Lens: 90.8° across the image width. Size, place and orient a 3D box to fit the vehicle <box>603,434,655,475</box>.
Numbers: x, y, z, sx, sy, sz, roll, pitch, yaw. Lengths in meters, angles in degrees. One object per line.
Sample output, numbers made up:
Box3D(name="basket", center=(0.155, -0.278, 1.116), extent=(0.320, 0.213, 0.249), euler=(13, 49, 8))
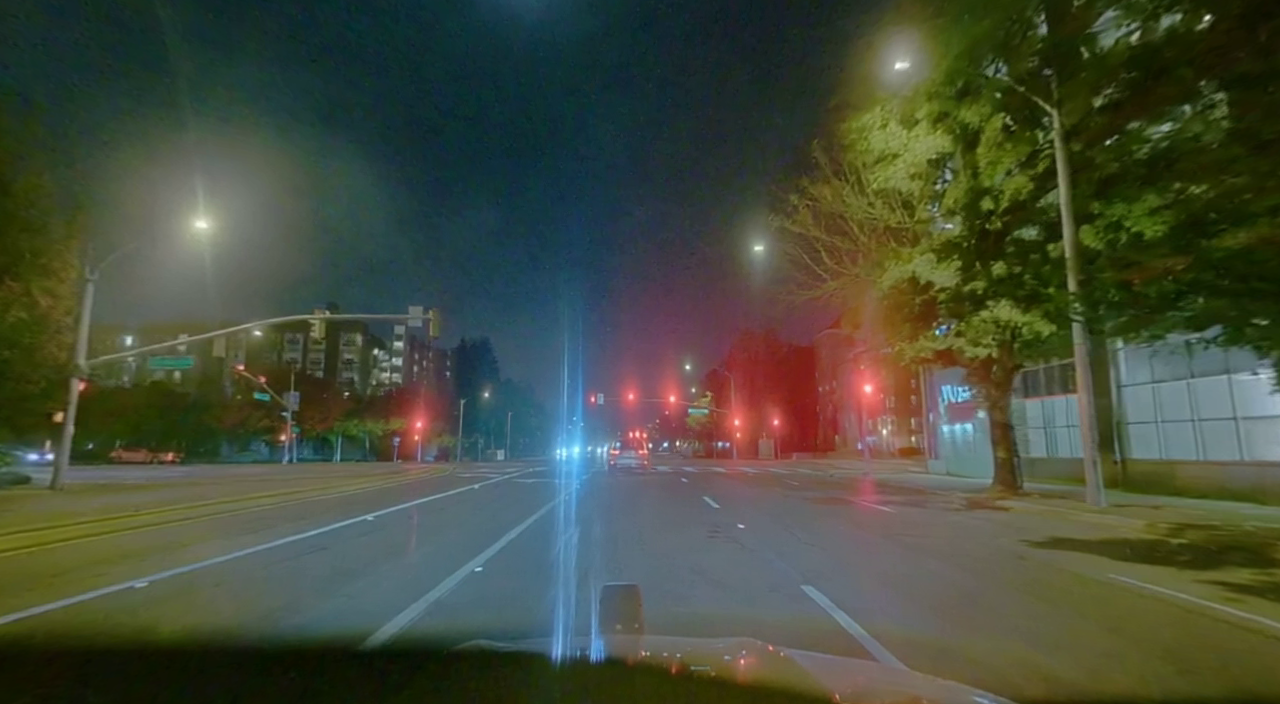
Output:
Box3D(name="vehicle", center=(-0.482, 4.422, 27.340), extent=(2.066, 1.618, 3.922), euler=(0, -9, -1))

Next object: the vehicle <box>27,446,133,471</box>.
Box3D(name="vehicle", center=(-36.989, 7.034, 41.841), extent=(4.891, 1.591, 2.067), euler=(0, -9, -2))
